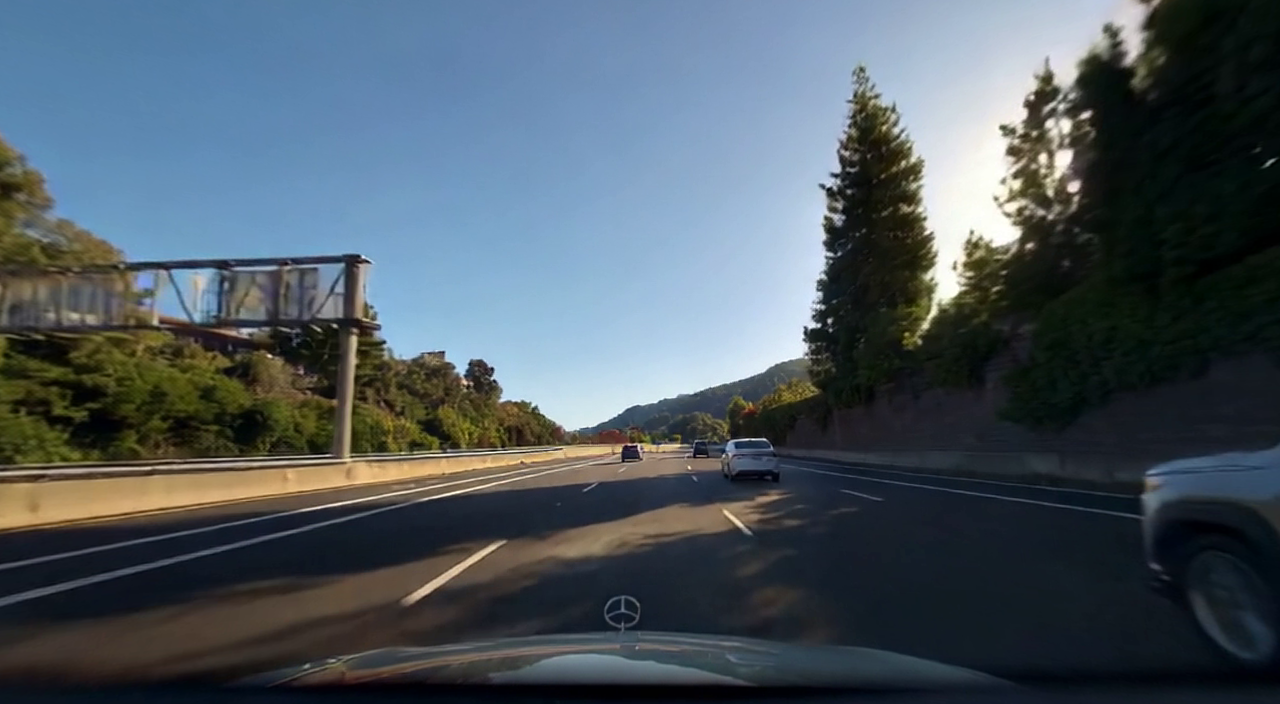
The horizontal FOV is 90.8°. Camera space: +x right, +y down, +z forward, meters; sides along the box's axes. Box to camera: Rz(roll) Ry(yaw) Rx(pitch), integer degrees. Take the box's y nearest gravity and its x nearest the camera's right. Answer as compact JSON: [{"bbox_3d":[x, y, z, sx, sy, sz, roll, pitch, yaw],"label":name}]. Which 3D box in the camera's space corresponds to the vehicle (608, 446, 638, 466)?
[{"bbox_3d":[-1.237,8.002,48.557,1.972,1.444,4.191,-1,-9,3],"label":"vehicle"}]

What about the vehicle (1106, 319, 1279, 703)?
[{"bbox_3d":[4.145,0.614,1.891,2.165,1.881,4.274,0,-9,0],"label":"vehicle"}]

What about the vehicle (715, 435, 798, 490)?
[{"bbox_3d":[3.946,3.841,22.240,2.075,1.743,4.410,0,-9,0],"label":"vehicle"}]
